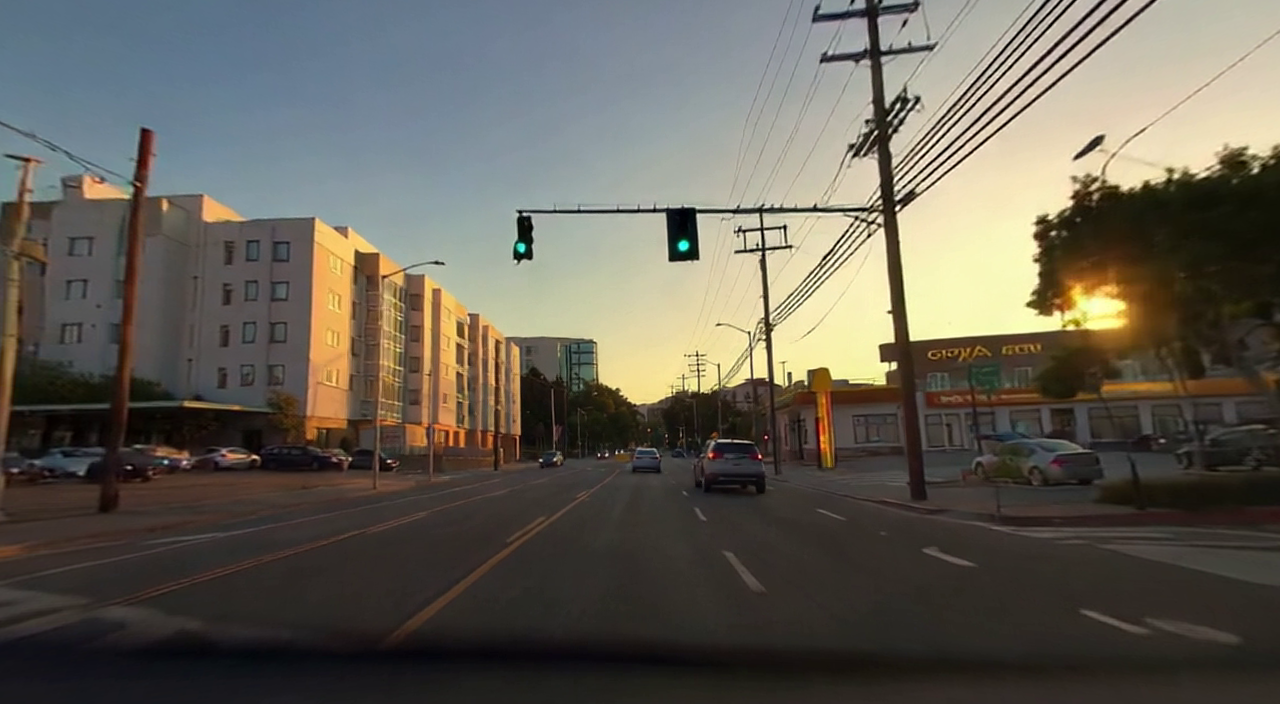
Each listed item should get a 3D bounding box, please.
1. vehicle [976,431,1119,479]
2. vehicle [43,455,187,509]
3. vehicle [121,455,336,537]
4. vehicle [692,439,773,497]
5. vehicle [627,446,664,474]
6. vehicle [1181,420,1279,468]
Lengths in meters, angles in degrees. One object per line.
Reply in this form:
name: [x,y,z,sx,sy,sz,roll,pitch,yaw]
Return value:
vehicle: [14.191,3.592,22.393,1.846,1.480,4.649,0,-8,-2]
vehicle: [-17.076,4.215,20.610,3.631,1.452,1.610,-3,-3,9]
vehicle: [-9.066,3.157,14.506,1.859,1.451,4.447,-1,-8,1]
vehicle: [2.847,3.660,20.466,1.945,1.647,4.160,0,-8,-1]
vehicle: [0.340,6.101,35.979,1.999,1.487,3.939,0,-8,1]
vehicle: [21.594,3.189,22.070,1.856,1.530,3.933,0,-8,1]
